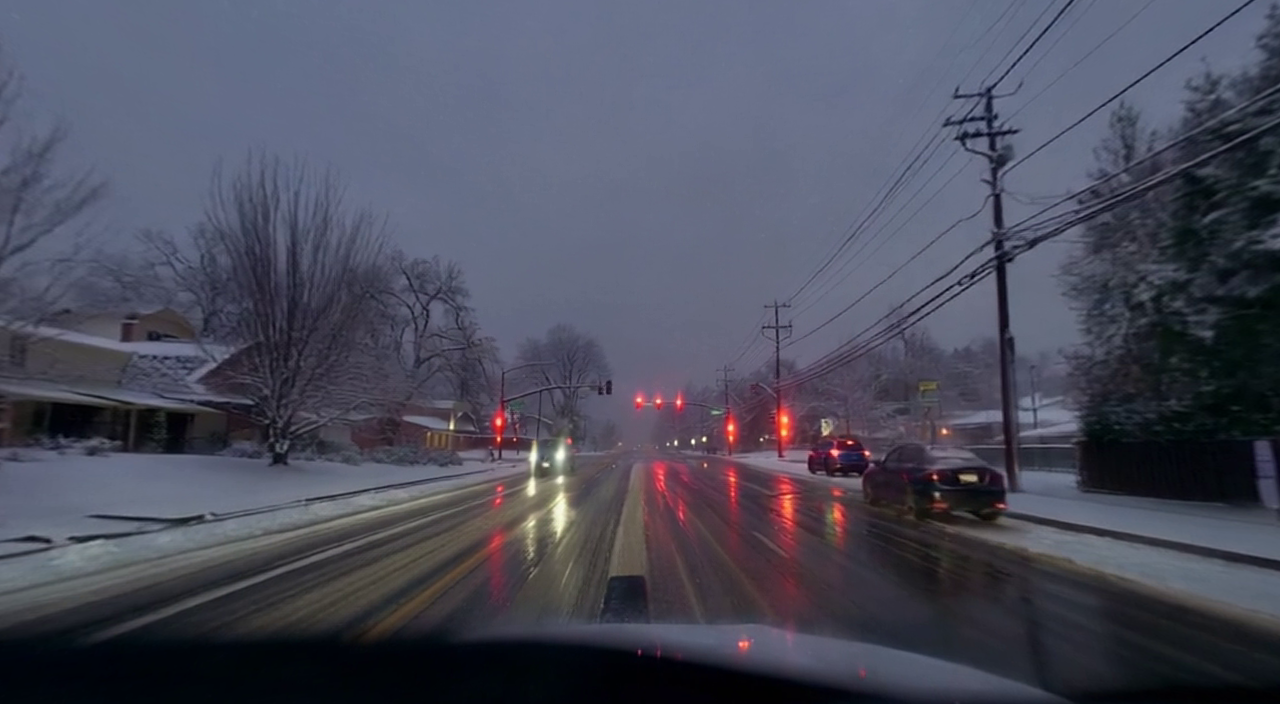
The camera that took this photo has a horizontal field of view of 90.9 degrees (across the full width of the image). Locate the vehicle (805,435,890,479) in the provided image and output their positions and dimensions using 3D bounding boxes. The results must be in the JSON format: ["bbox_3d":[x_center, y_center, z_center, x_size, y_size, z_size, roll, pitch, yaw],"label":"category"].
[{"bbox_3d":[9.117,4.643,28.221,2.170,1.771,4.908,0,-8,1],"label":"vehicle"}]

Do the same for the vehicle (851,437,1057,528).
[{"bbox_3d":[5.942,2.484,12.666,2.040,1.475,4.389,0,-8,3],"label":"vehicle"}]

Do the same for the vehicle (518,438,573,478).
[{"bbox_3d":[-4.537,5.148,30.967,2.012,1.778,4.990,0,-8,-1],"label":"vehicle"}]
